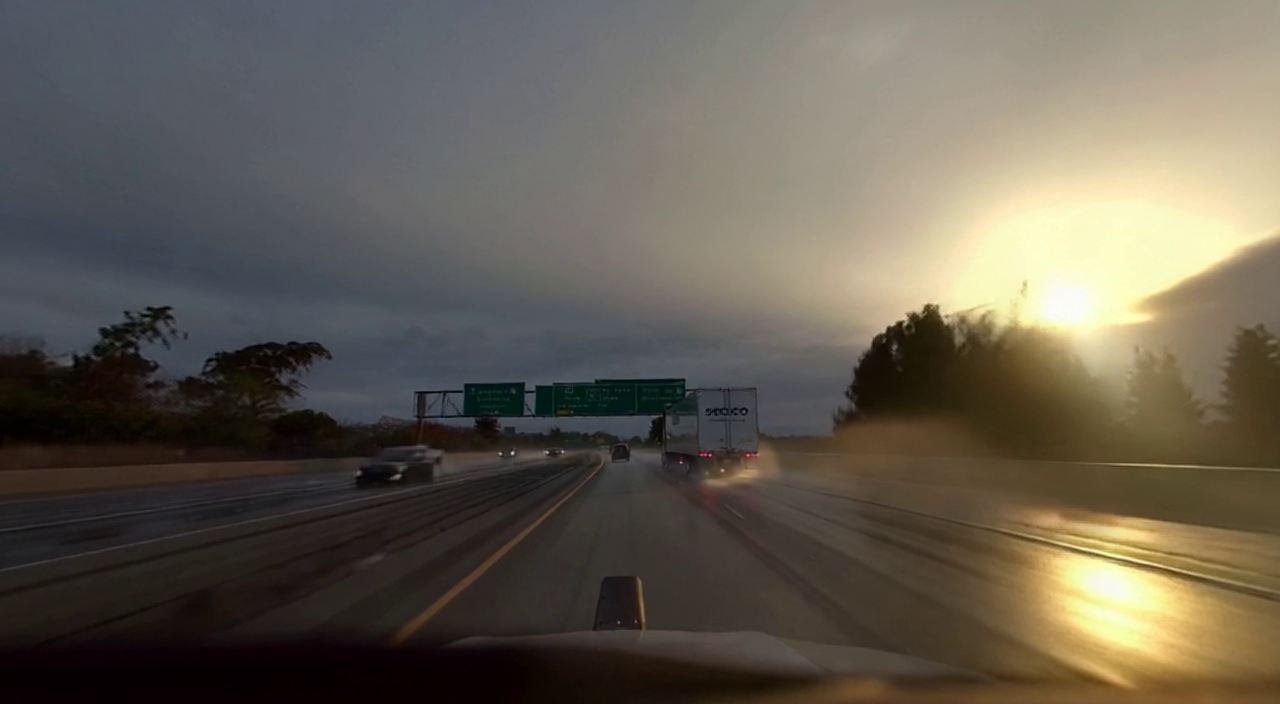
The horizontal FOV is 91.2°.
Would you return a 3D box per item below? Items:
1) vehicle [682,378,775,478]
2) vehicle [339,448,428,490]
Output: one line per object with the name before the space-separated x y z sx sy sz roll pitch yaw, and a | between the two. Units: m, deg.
vehicle | 3.785 3.635 29.118 2.892 3.928 8.380 0 -9 -1
vehicle | -9.848 4.486 24.392 1.839 1.492 3.928 0 -9 -1
